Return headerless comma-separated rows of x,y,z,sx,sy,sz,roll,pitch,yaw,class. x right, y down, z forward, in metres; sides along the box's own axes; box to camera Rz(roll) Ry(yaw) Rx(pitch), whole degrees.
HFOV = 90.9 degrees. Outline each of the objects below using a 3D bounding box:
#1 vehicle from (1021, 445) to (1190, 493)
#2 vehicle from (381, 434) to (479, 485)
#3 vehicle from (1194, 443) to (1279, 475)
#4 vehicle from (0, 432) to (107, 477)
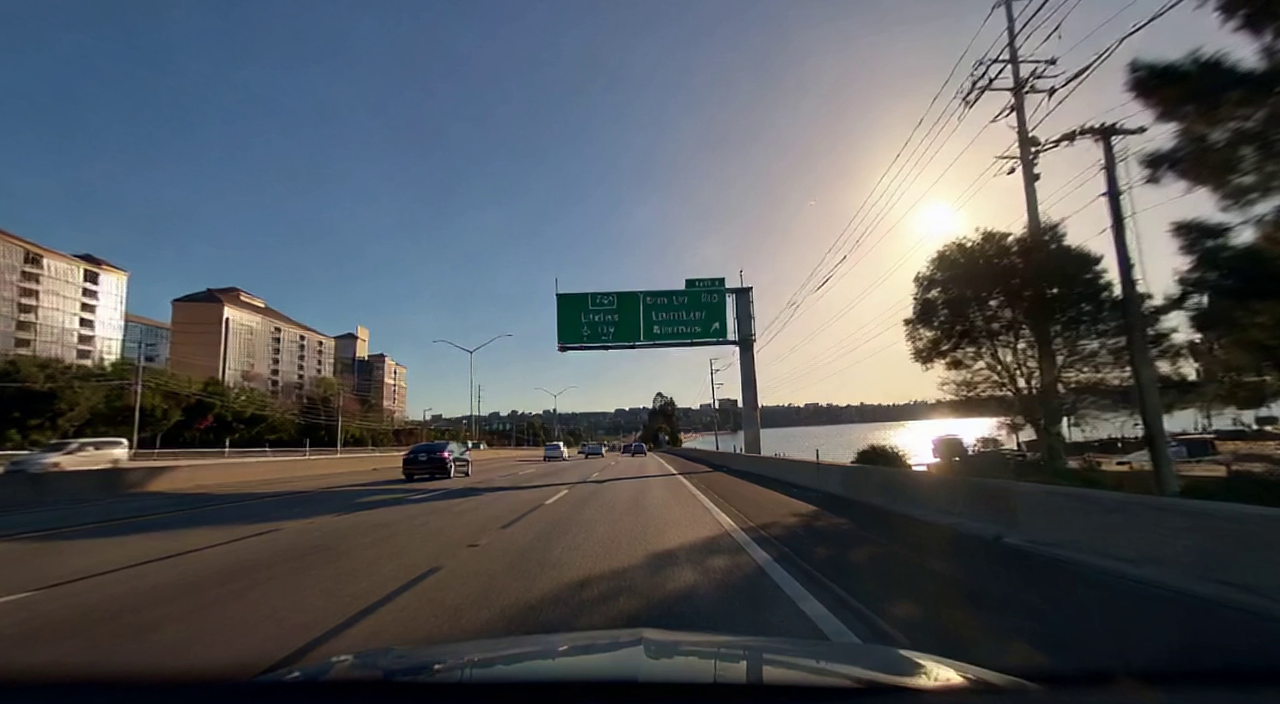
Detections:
20.479,5.140,27.961,5.538,2.013,2.332,0,-8,2,vehicle
-7.121,3.675,21.845,1.946,1.590,4.042,0,-8,1,vehicle
36.382,6.210,36.882,5.943,1.764,2.142,0,-8,-2,vehicle
-27.189,4.608,28.540,2.093,1.851,4.539,0,-8,1,vehicle
